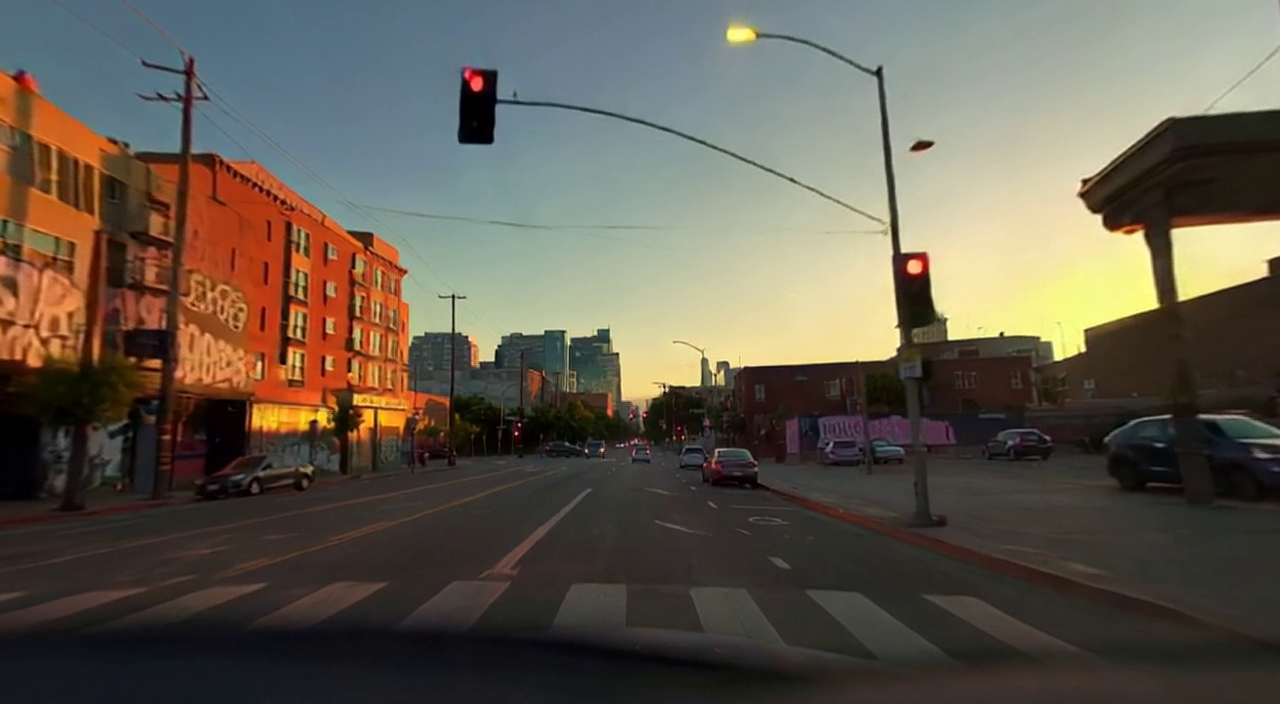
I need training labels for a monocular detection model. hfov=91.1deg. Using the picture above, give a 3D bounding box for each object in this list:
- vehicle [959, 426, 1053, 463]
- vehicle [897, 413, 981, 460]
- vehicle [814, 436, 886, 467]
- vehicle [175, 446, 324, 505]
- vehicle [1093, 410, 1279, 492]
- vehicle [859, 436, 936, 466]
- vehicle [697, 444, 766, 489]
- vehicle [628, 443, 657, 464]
[{"bbox_3d":[18.353,4.659,31.772,2.002,1.731,4.413,0,-8,-1],"label":"vehicle"},{"bbox_3d":[15.747,4.522,33.405,1.969,2.282,4.731,0,-8,-2],"label":"vehicle"},{"bbox_3d":[11.037,5.268,33.377,1.956,1.514,4.862,0,-8,-2],"label":"vehicle"},{"bbox_3d":[-15.192,4.781,24.967,2.048,1.814,5.998,-6,-8,1],"label":"vehicle"},{"bbox_3d":[12.447,2.102,13.430,4.312,1.578,2.006,-6,-10,35],"label":"vehicle"},{"bbox_3d":[13.410,5.166,33.010,1.819,1.450,4.707,0,-8,-4],"label":"vehicle"},{"bbox_3d":[3.379,4.321,24.038,2.062,1.535,4.206,0,-8,0],"label":"vehicle"},{"bbox_3d":[0.225,7.814,48.424,2.153,1.505,4.452,0,-8,0],"label":"vehicle"}]
